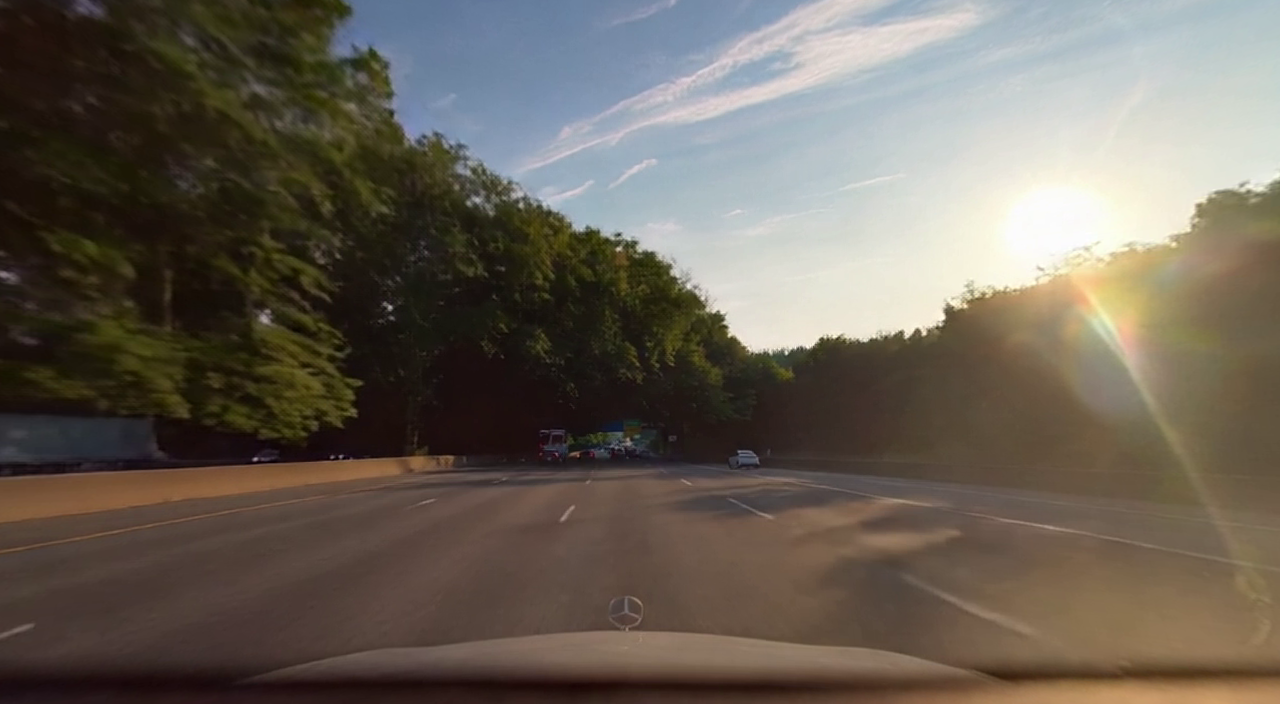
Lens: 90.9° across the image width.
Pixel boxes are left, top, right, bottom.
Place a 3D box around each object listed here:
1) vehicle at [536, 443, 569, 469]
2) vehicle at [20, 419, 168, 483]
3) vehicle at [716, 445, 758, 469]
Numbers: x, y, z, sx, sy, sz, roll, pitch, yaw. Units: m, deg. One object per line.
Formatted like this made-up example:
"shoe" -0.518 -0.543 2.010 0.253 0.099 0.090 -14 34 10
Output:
"vehicle" -6.593 7.897 47.850 2.167 1.847 4.097 0 -9 -4
"vehicle" -37.196 6.830 43.552 3.241 3.916 8.352 1 -9 -6
"vehicle" 6.684 7.299 43.902 1.989 1.591 4.348 0 -9 -4
